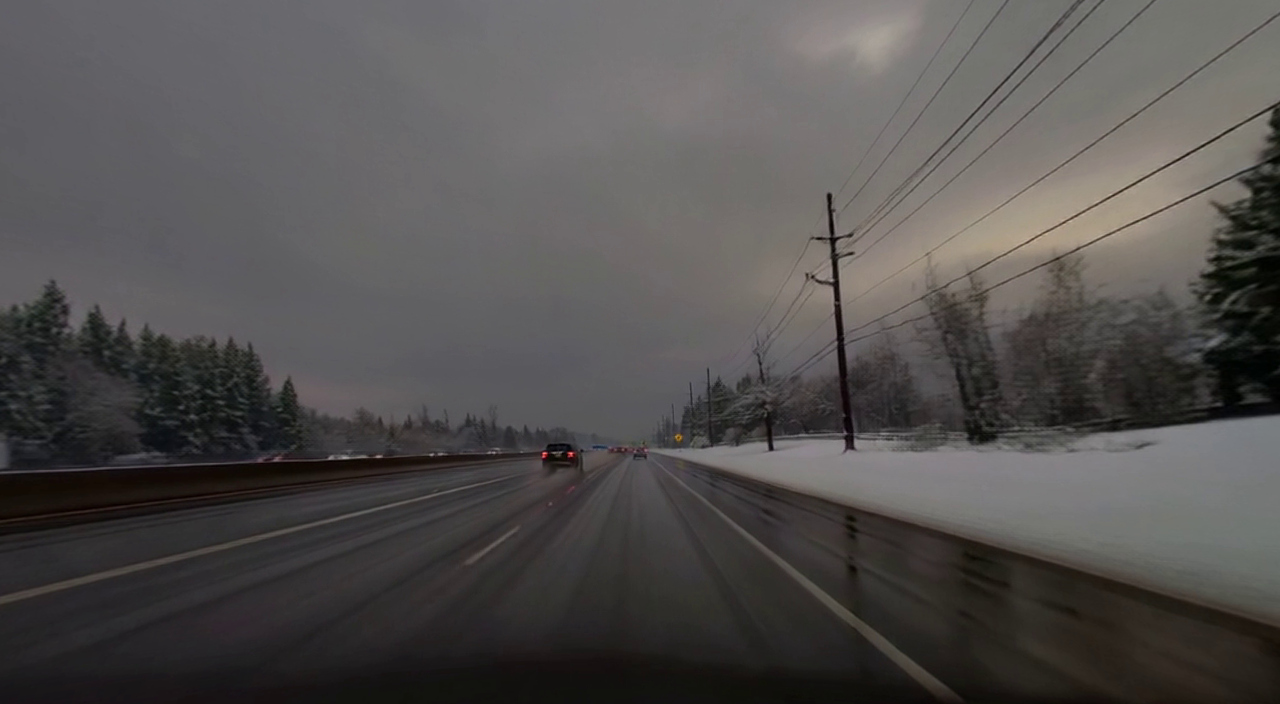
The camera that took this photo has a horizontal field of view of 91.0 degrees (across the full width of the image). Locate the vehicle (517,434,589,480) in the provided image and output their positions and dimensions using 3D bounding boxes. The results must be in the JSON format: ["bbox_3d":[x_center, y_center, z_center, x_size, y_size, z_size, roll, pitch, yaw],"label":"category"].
[{"bbox_3d":[-3.955,4.940,29.751,2.577,1.939,5.408,0,-9,0],"label":"vehicle"}]

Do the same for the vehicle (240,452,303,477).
[{"bbox_3d":[-28.819,8.781,49.381,2.006,1.760,4.774,0,-9,0],"label":"vehicle"}]

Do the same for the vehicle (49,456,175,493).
[{"bbox_3d":[-25.021,5.785,30.092,2.017,1.565,4.577,0,-9,0],"label":"vehicle"}]
